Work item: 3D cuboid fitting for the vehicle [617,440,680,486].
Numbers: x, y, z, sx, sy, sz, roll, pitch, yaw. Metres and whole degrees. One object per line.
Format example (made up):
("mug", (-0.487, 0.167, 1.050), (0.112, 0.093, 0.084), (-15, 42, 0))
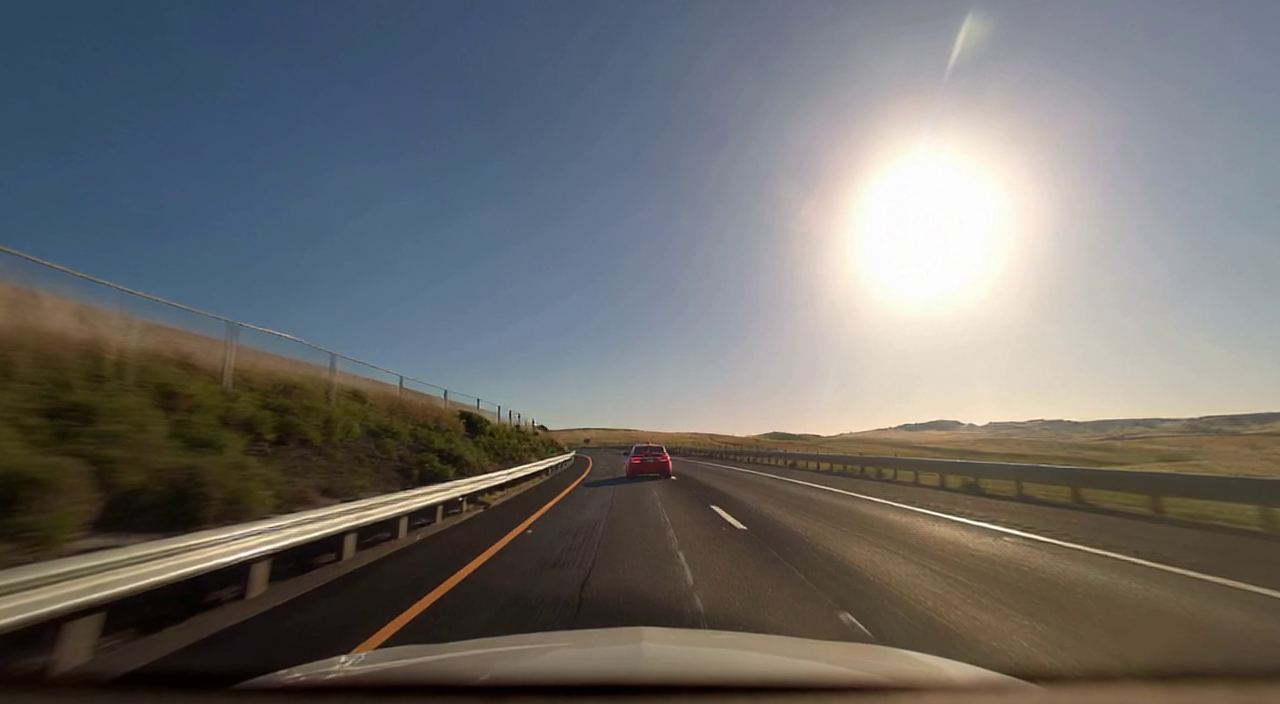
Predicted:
("vehicle", (0.207, 3.911, 22.591), (2.029, 1.474, 4.183), (0, -9, -2))
